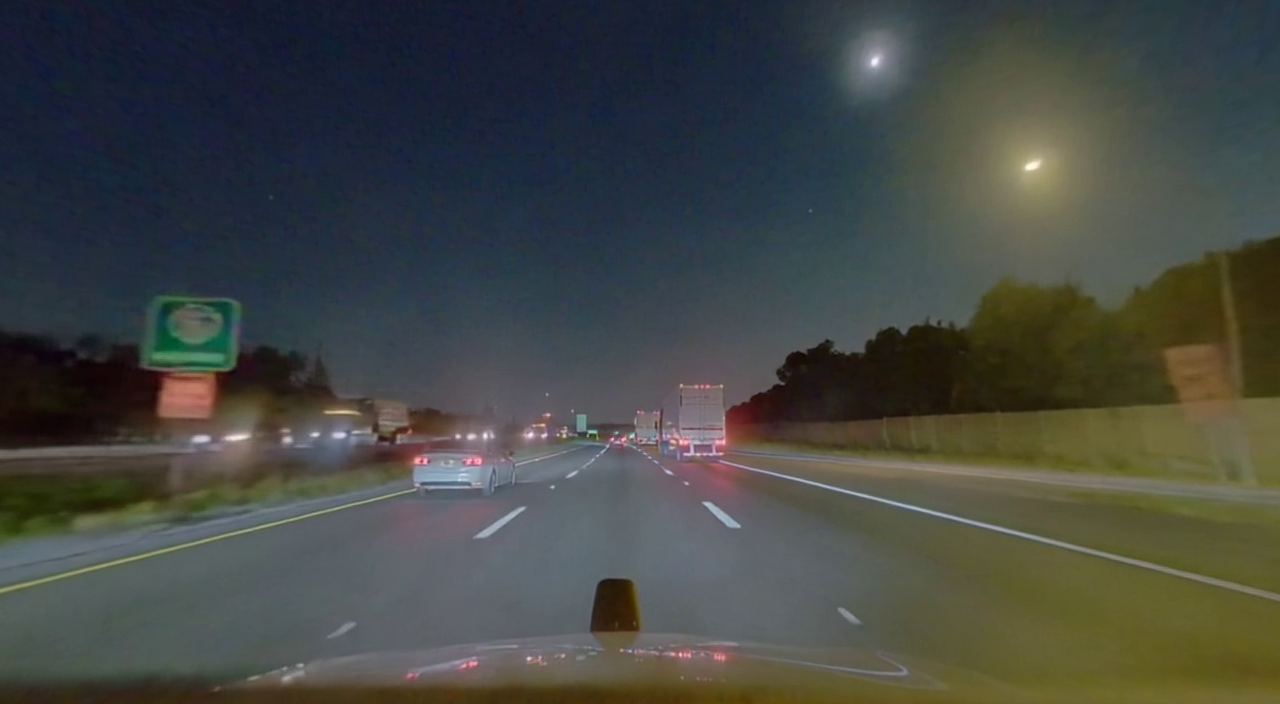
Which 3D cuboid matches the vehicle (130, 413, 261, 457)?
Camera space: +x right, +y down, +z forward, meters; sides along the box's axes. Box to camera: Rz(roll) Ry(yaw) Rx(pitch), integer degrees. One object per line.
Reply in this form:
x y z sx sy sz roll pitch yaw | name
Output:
-16.622 3.148 23.868 1.858 1.485 4.296 0 -8 -1 | vehicle

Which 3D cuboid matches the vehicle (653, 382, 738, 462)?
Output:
2.945 4.475 38.920 3.241 4.042 14.292 0 -8 -3 | vehicle

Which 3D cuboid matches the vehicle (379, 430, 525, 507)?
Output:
-3.960 2.506 14.177 1.971 1.444 4.401 0 -8 -1 | vehicle

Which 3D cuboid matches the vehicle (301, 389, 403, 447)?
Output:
-20.631 4.981 45.984 2.903 3.769 9.823 0 -8 -1 | vehicle
